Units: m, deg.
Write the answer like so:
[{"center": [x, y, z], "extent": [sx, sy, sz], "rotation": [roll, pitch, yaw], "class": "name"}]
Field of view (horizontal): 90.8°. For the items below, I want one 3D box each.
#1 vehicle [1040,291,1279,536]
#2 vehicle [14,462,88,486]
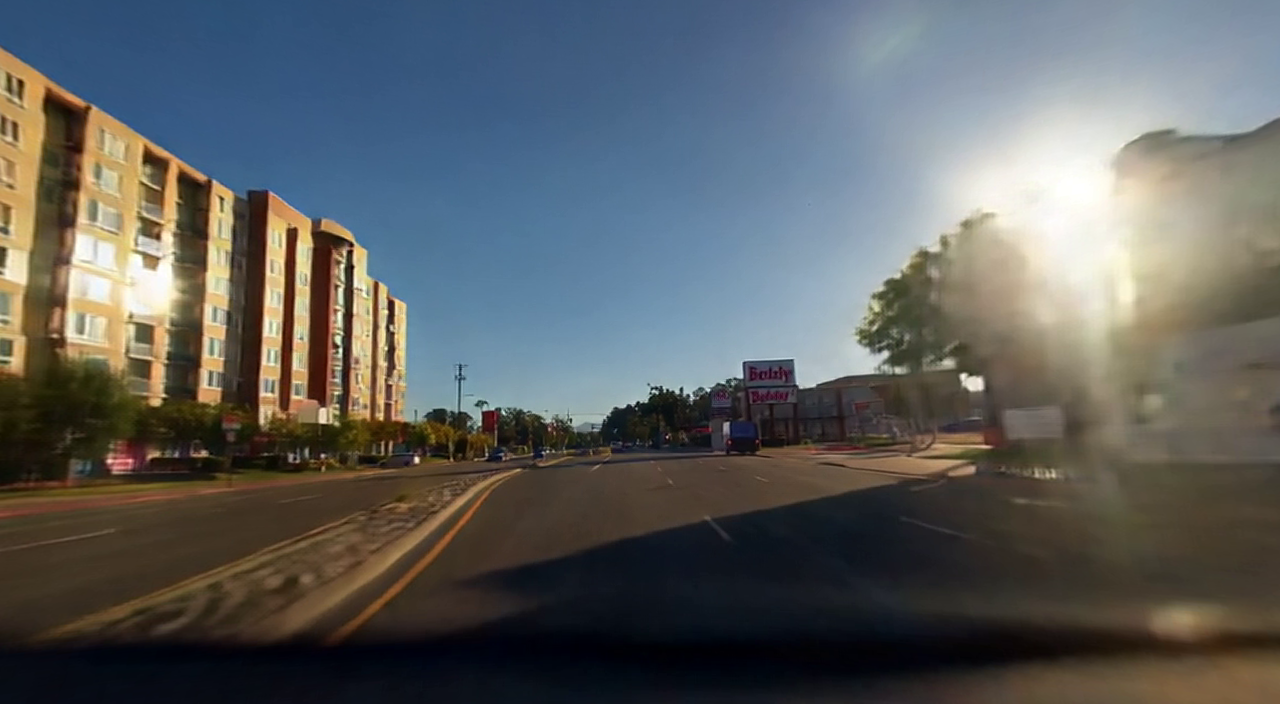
[{"center": [9.873, 0.984, 9.550], "extent": [2.917, 3.205, 6.985], "rotation": [0, -8, -1], "class": "vehicle"}, {"center": [-39.899, 8.229, 42.883], "extent": [1.594, 1.406, 3.445], "rotation": [-1, -8, 2], "class": "vehicle"}]
